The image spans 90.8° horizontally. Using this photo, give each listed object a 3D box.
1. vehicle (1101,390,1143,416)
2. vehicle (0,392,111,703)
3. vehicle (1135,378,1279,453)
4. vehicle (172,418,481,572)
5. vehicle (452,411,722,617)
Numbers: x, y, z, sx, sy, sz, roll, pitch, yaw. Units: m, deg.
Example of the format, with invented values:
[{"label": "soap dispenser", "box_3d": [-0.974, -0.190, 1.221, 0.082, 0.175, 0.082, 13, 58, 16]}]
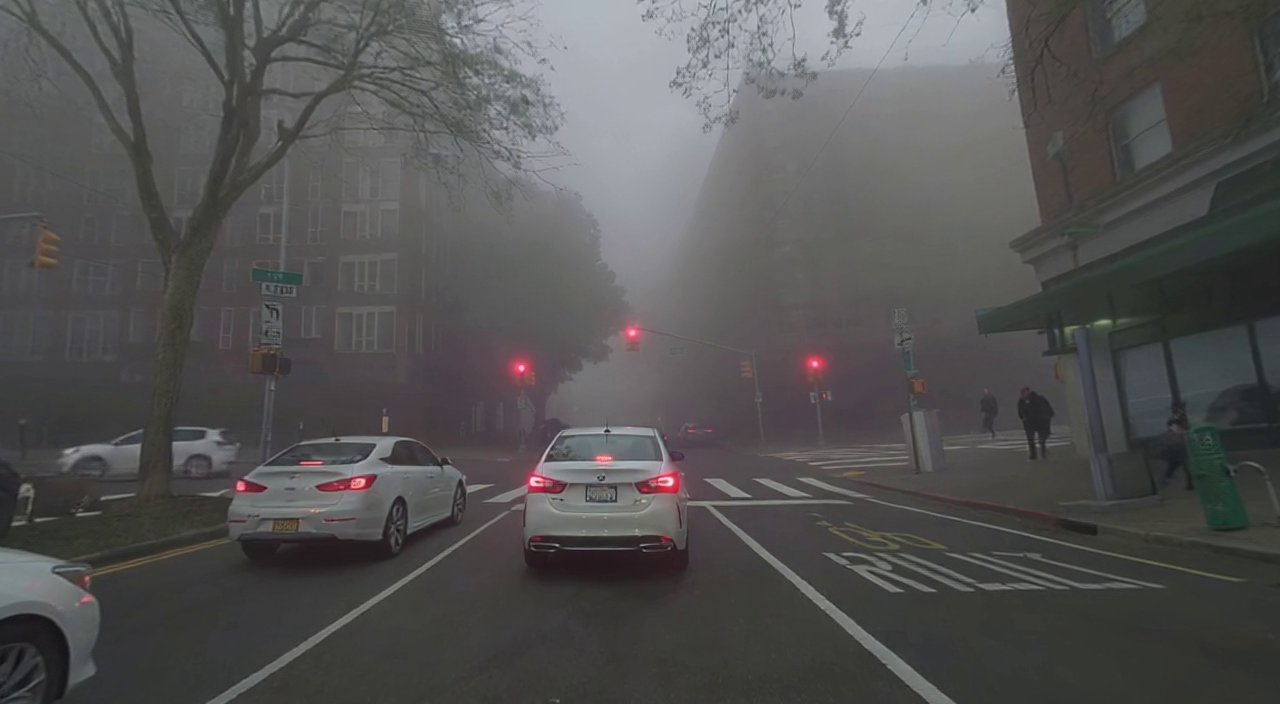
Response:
[{"label": "vehicle", "box_3d": [37.316, 4.000, 49.009, 1.958, 1.667, 4.392, -5, -10, 30]}, {"label": "vehicle", "box_3d": [-3.903, 0.701, 1.171, 1.995, 1.524, 4.438, 0, -8, 0]}, {"label": "vehicle", "box_3d": [21.629, 2.356, 22.876, 5.863, 2.493, 2.354, 2, -9, -12]}, {"label": "vehicle", "box_3d": [-3.685, 1.749, 8.518, 1.934, 1.522, 4.287, 0, -8, 0]}, {"label": "vehicle", "box_3d": [-0.407, 1.497, 6.725, 1.999, 1.520, 3.896, 0, -8, 0]}]
